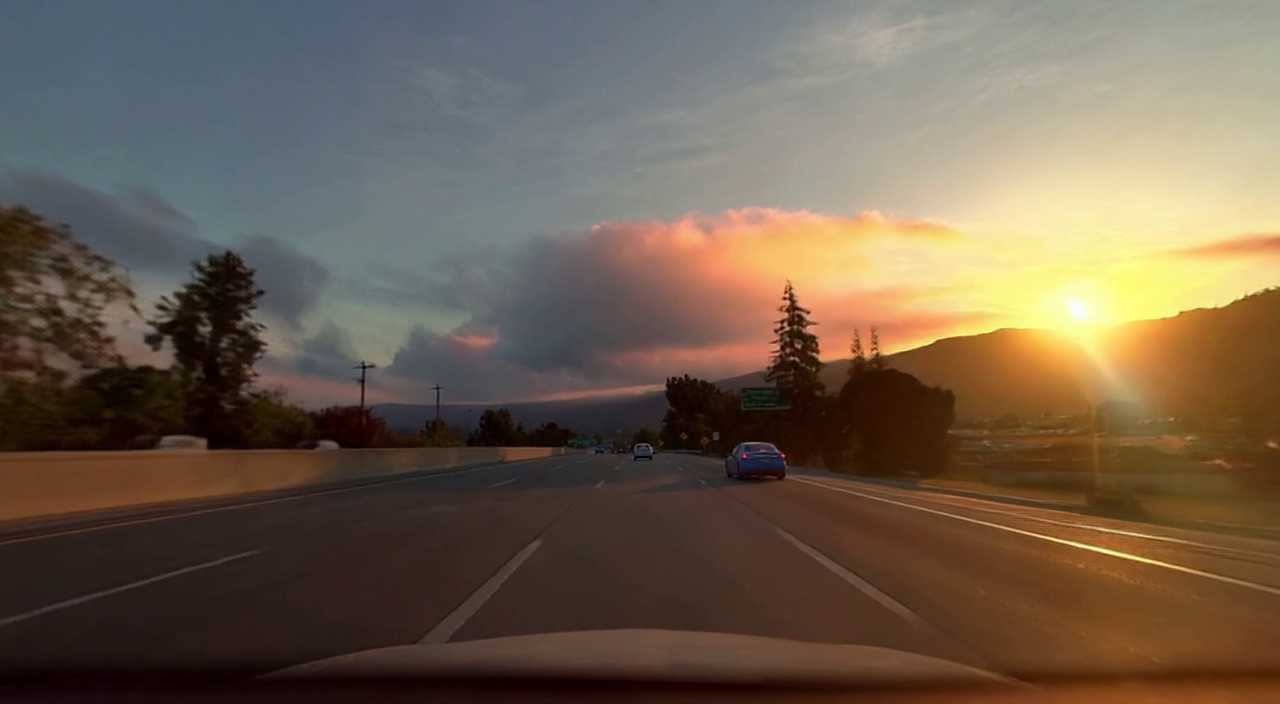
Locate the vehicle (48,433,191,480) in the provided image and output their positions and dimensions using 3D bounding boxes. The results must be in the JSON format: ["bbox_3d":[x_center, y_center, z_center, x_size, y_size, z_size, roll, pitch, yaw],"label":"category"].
[{"bbox_3d":[-21.043,4.242,25.698,1.923,1.736,4.547,0,-8,0],"label":"vehicle"}]

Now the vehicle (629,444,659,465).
[{"bbox_3d":[0.265,7.402,45.665,2.052,1.449,3.857,0,-8,0],"label":"vehicle"}]

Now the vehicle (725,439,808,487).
[{"bbox_3d":[4.385,3.920,22.541,2.008,1.524,4.598,0,-8,0],"label":"vehicle"}]
